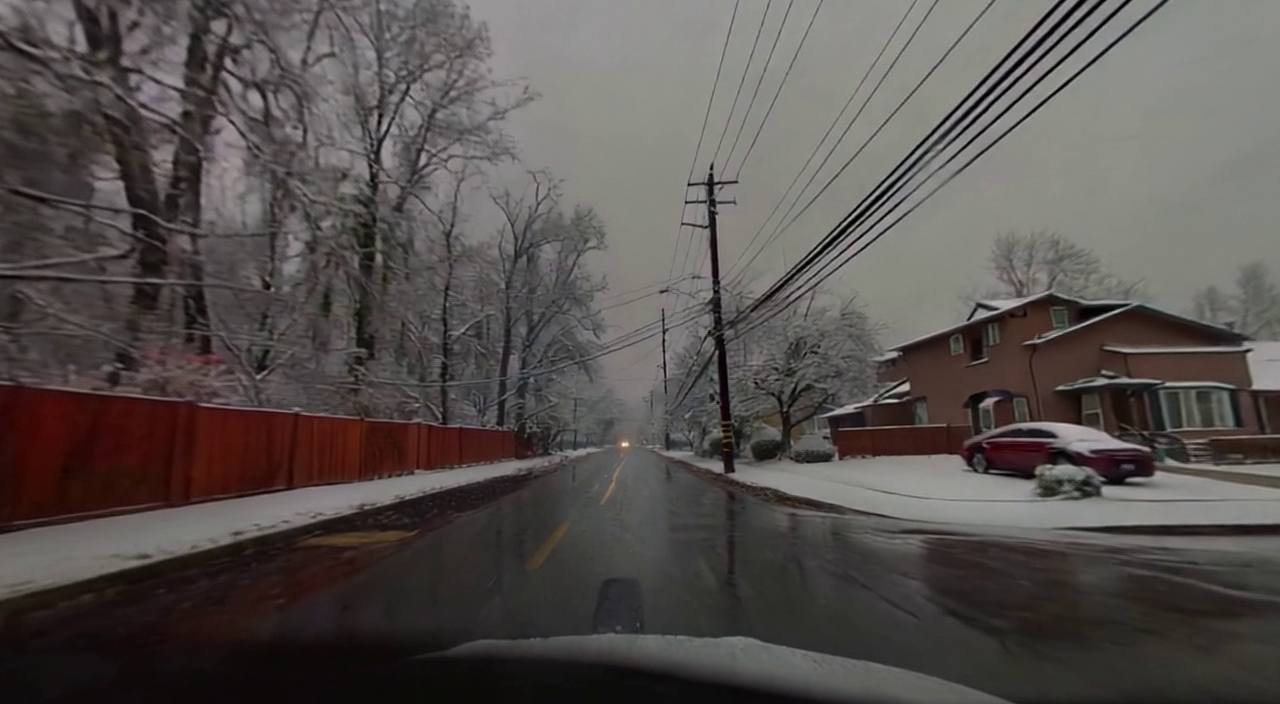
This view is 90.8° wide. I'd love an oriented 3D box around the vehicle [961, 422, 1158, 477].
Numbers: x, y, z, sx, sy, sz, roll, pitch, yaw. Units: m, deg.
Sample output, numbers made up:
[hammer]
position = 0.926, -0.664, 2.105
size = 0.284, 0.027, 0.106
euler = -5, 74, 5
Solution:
[vehicle]
position = 12.364, 2.922, 18.982
size = 4.286, 1.525, 2.219
euler = -2, -9, 11
